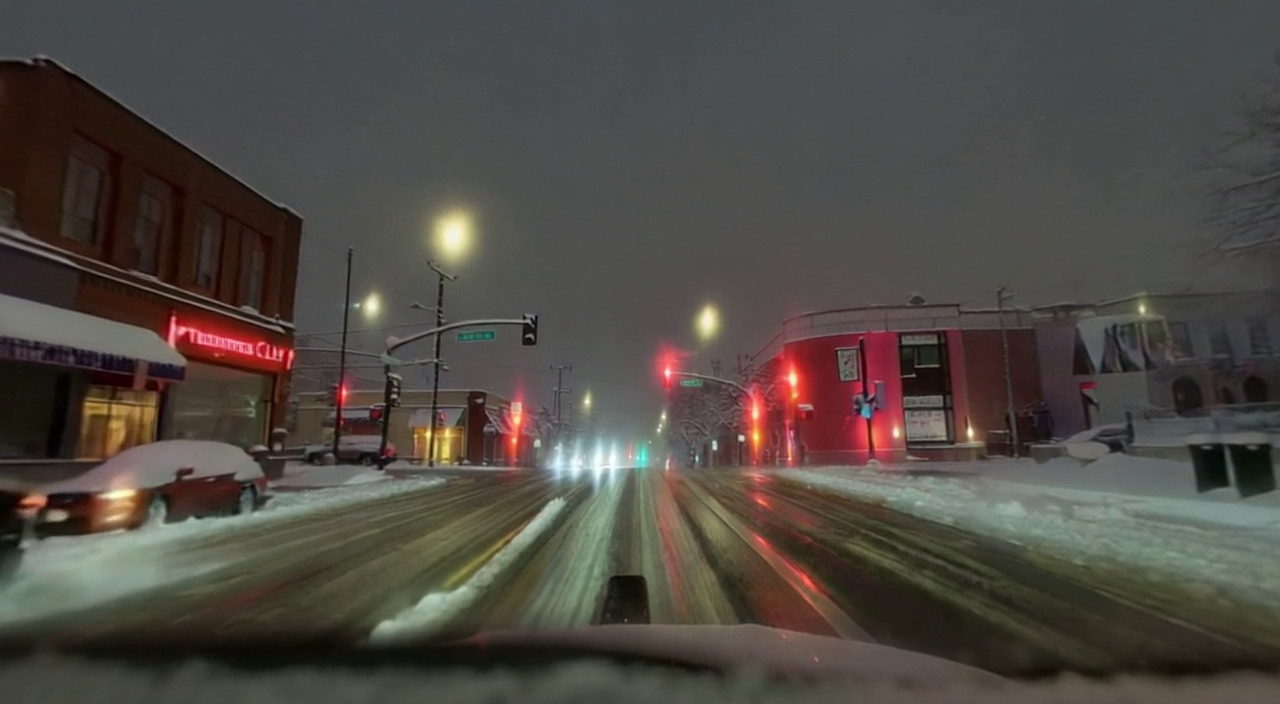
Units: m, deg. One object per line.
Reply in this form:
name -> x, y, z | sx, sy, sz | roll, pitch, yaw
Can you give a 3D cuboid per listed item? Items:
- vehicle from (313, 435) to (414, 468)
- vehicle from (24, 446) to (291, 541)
vehicle -> -17.515, 6.298, 40.045 | 5.376, 1.994, 2.196 | -1, -8, 8
vehicle -> -9.287, 2.691, 12.785 | 1.908, 1.529, 4.522 | 0, -8, -1
